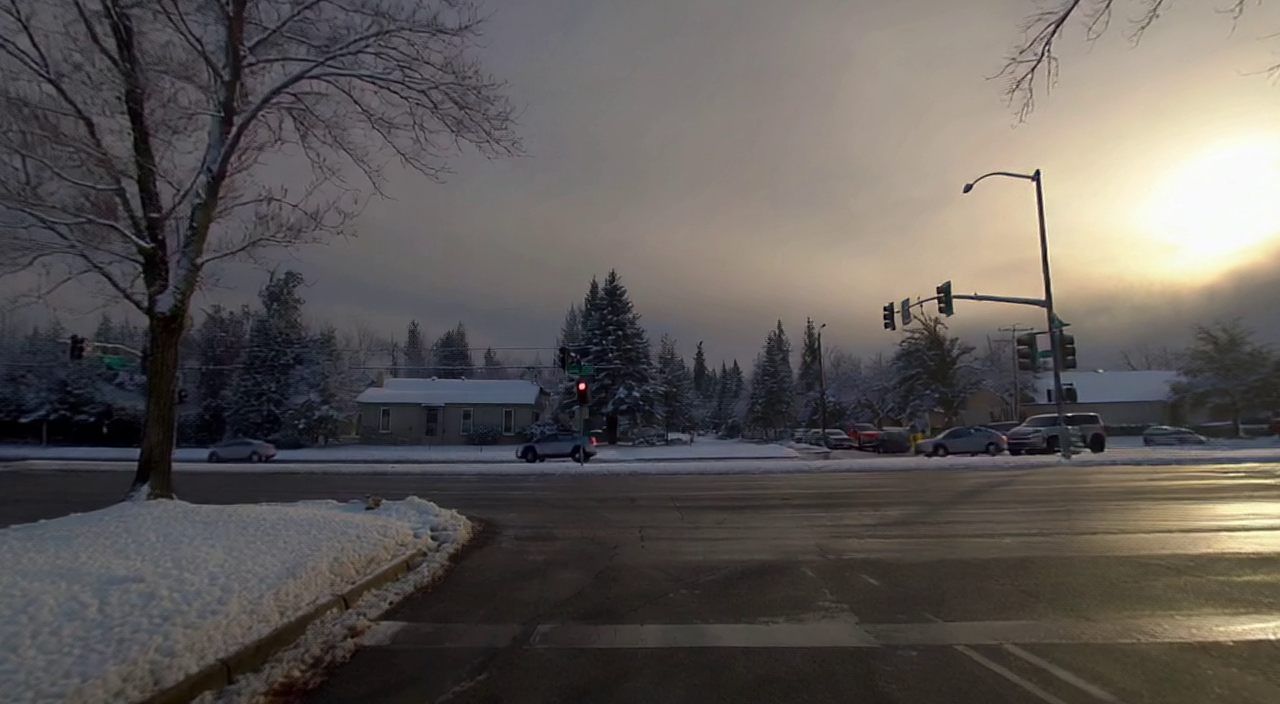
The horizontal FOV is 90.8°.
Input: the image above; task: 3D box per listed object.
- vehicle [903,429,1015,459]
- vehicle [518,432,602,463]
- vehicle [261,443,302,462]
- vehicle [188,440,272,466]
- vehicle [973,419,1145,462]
[{"bbox_3d":[16.583,4.802,33.094,4.801,1.494,1.915,-2,-9,10],"label":"vehicle"},{"bbox_3d":[-4.688,5.647,37.340,4.590,1.701,1.881,-2,-9,11],"label":"vehicle"},{"bbox_3d":[-28.077,7.855,49.628,2.235,1.417,4.272,3,-9,-22],"label":"vehicle"},{"bbox_3d":[-26.516,6.543,40.927,4.370,1.592,1.886,-2,-9,10],"label":"vehicle"},{"bbox_3d":[15.024,3.214,22.945,4.749,1.461,1.892,-1,-9,9],"label":"vehicle"}]
